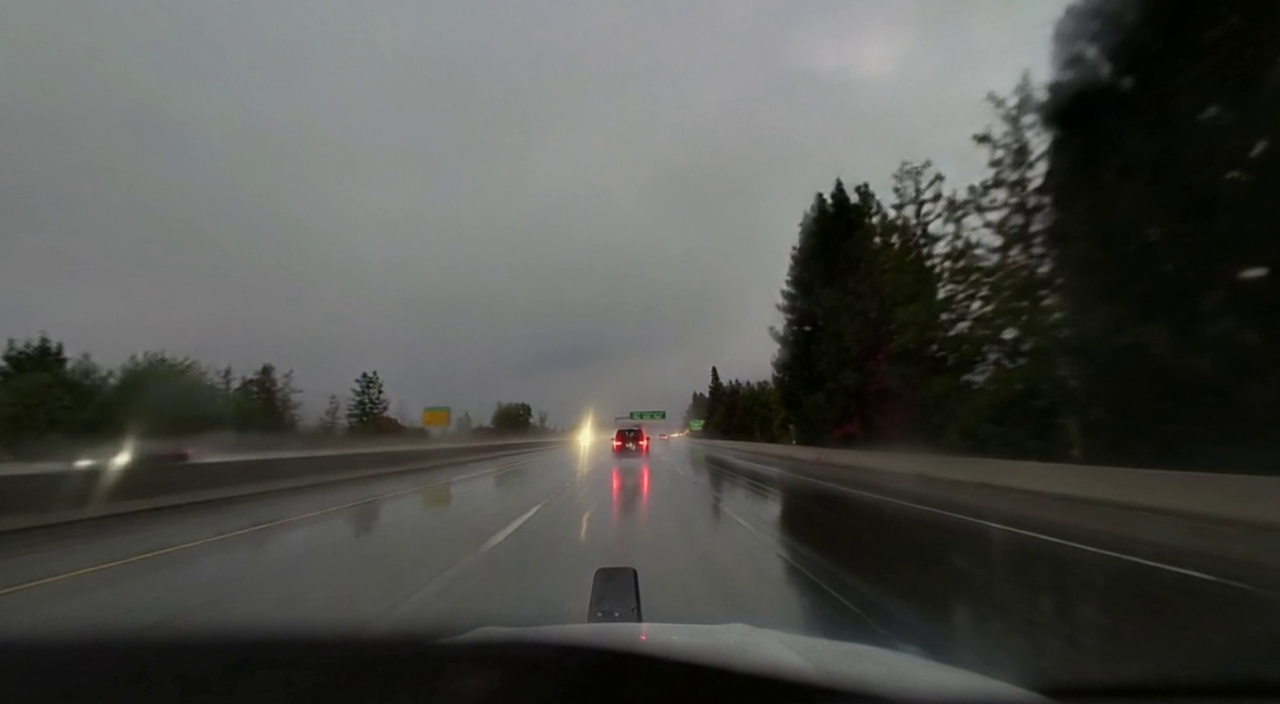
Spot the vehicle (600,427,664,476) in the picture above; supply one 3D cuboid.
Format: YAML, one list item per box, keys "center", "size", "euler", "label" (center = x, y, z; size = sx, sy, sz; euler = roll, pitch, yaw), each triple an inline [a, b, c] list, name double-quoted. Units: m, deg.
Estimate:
- center: [-0.288, 3.516, 22.501]
  size: [2.094, 1.600, 3.666]
  euler: [0, -8, -1]
  label: "vehicle"

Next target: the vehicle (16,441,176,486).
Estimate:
- center: [-19.767, 4.028, 23.237]
  size: [1.889, 1.449, 4.539]
  euler: [0, -8, -1]
  label: "vehicle"
